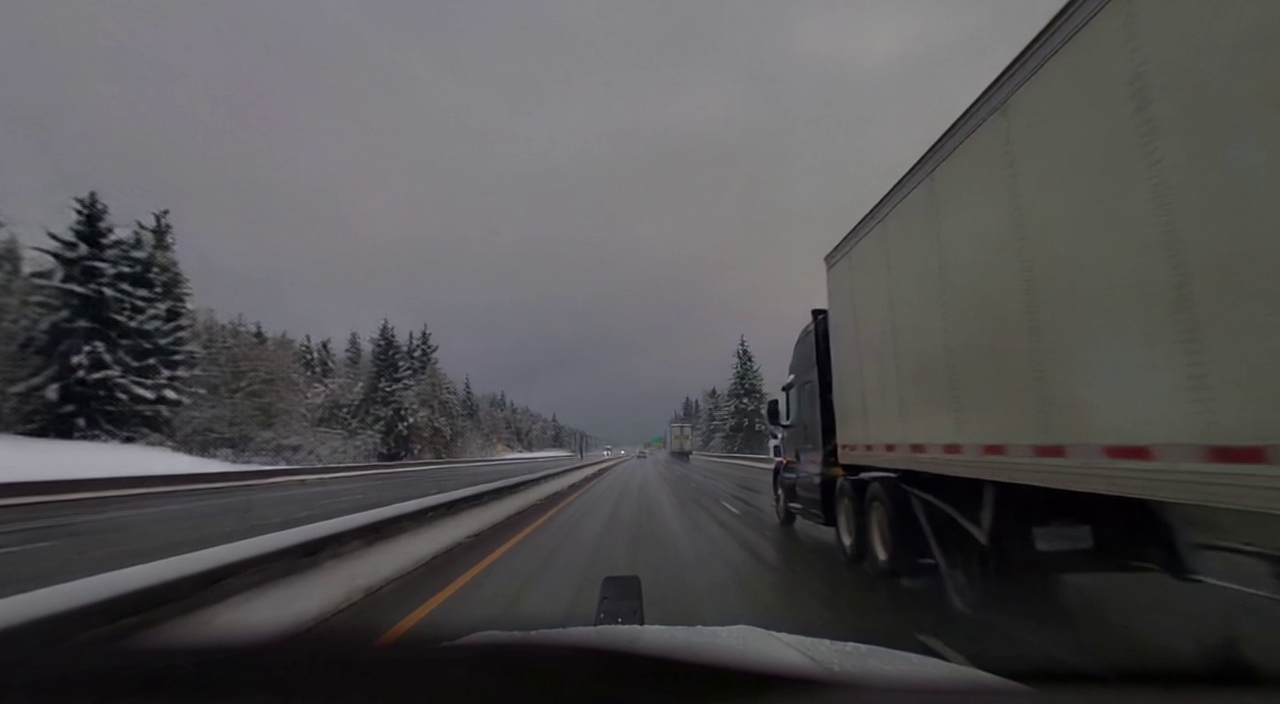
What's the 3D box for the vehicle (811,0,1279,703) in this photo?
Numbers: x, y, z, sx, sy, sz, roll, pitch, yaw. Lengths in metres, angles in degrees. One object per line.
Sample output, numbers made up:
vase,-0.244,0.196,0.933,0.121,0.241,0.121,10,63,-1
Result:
vehicle,4.163,-0.367,2.093,2.926,4.060,14.068,0,-9,-1
